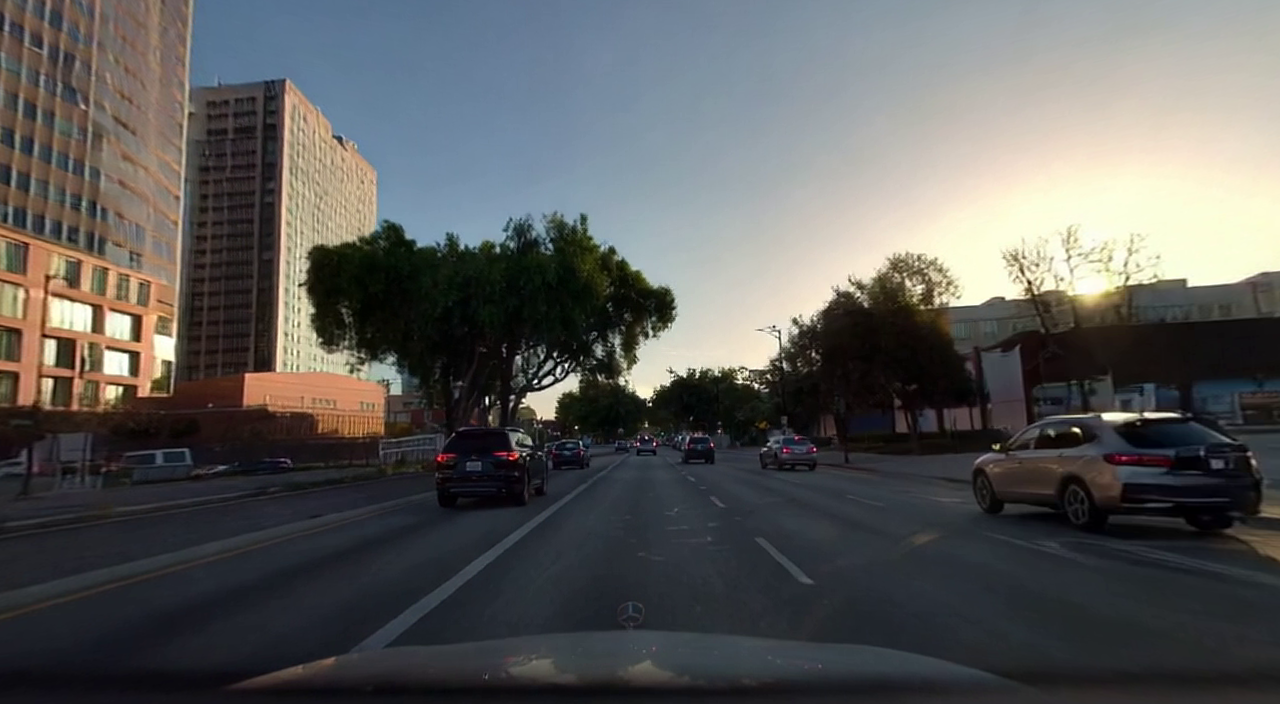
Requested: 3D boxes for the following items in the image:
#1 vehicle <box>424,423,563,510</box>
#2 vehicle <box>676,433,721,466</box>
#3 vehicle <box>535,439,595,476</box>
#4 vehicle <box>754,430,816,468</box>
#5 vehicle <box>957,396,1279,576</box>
[{"bbox_3d":[-3.213,2.631,14.898,2.141,1.719,4.379,0,-9,1],"label":"vehicle"},{"bbox_3d":[3.418,5.823,37.635,2.178,1.804,4.766,0,-8,0],"label":"vehicle"},{"bbox_3d":[-3.261,4.672,28.120,2.036,1.465,4.301,-1,-9,2],"label":"vehicle"},{"bbox_3d":[7.383,5.010,32.505,2.076,1.793,4.464,0,-9,0],"label":"vehicle"},{"bbox_3d":[6.281,1.578,8.177,2.088,1.666,4.512,-1,-9,2],"label":"vehicle"}]
